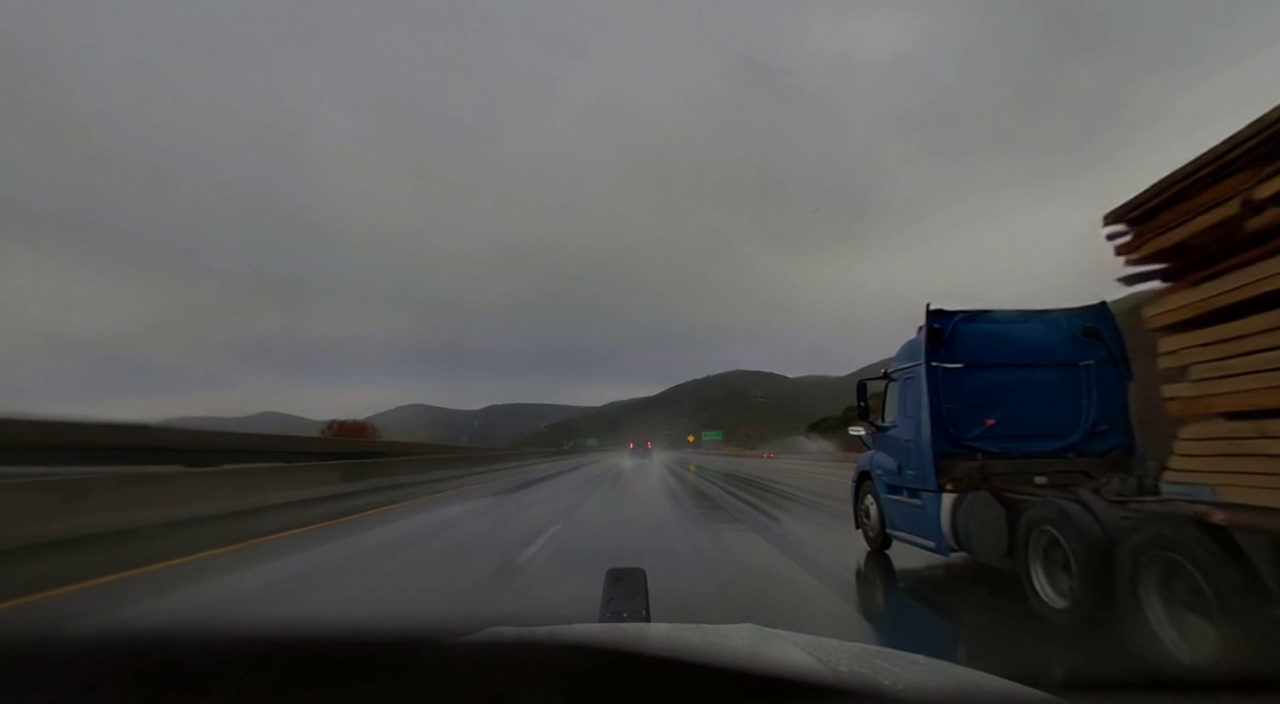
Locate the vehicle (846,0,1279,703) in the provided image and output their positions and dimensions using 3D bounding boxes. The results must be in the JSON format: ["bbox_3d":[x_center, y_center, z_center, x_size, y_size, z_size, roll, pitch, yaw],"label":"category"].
[{"bbox_3d":[3.916,0.093,1.426,3.326,3.089,10.642,0,-9,0],"label":"vehicle"}]
